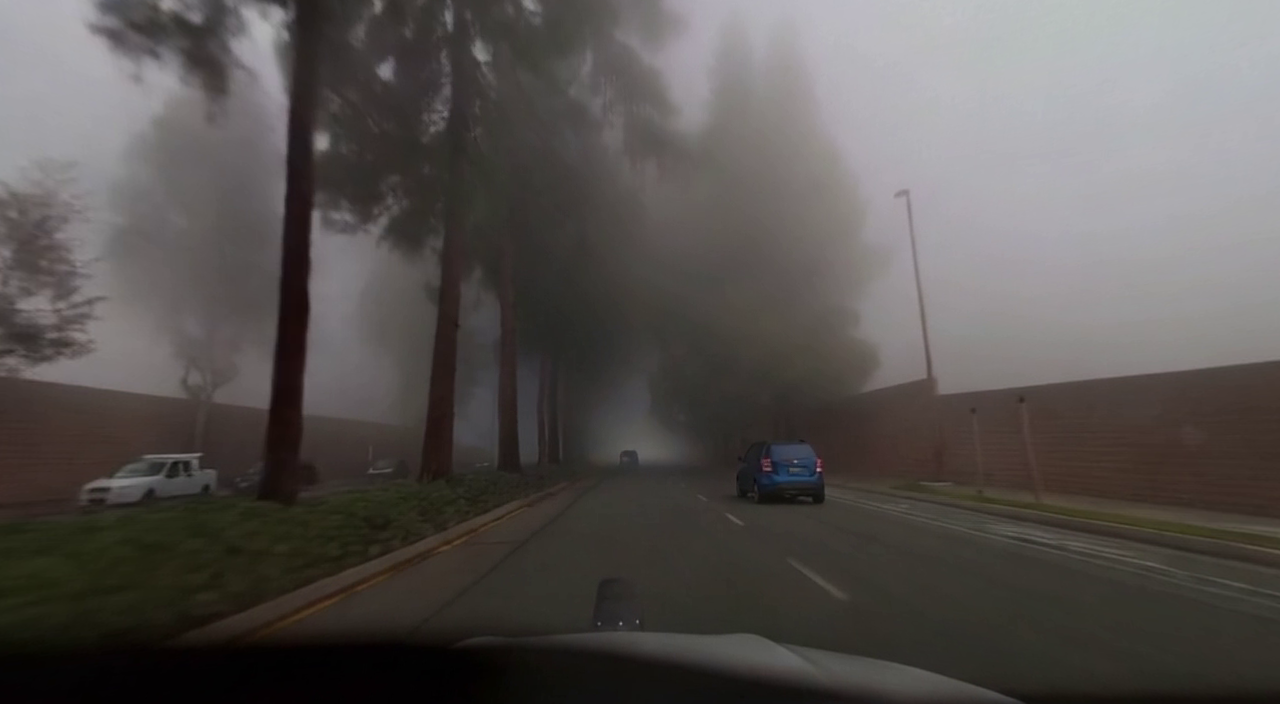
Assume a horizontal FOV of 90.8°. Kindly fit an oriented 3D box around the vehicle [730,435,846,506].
[{"bbox_3d":[4.038,3.332,18.175,2.155,1.752,4.456,0,-9,-1],"label":"vehicle"}]

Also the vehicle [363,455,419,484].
[{"bbox_3d":[-17.172,8.088,43.853,1.983,1.786,4.756,0,-9,0],"label":"vehicle"}]

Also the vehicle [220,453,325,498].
[{"bbox_3d":[-17.556,5.885,30.532,2.075,1.909,5.064,0,-9,-1],"label":"vehicle"}]

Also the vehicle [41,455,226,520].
[{"bbox_3d":[-17.279,4.589,22.064,2.096,1.816,5.362,-4,-9,-1],"label":"vehicle"}]
